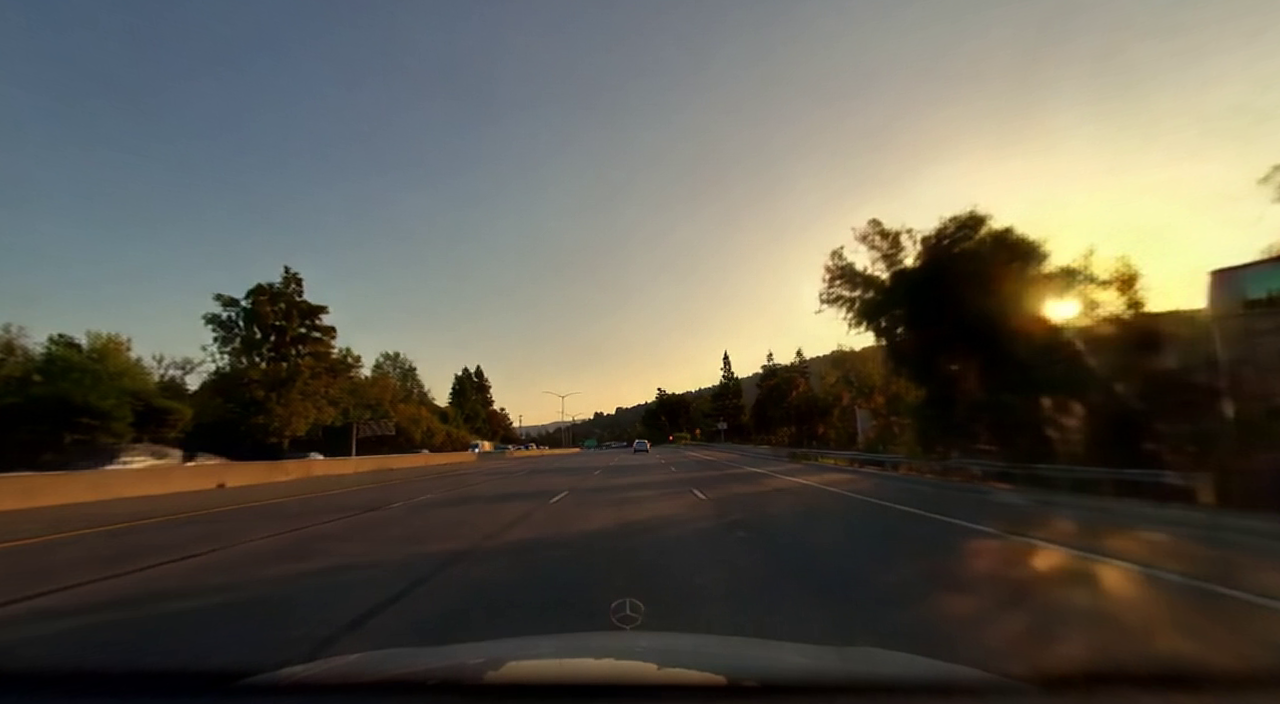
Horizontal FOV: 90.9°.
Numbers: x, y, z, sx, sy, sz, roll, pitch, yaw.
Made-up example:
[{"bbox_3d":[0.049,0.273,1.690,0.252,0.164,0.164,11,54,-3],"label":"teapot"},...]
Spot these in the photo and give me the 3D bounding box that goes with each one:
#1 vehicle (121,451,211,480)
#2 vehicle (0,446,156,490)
[{"bbox_3d":[-27.859,6.657,37.274,1.800,1.501,4.456,-1,-8,1],"label":"vehicle"},{"bbox_3d":[-24.807,5.064,28.052,2.228,1.729,5.294,-1,-8,1],"label":"vehicle"}]
